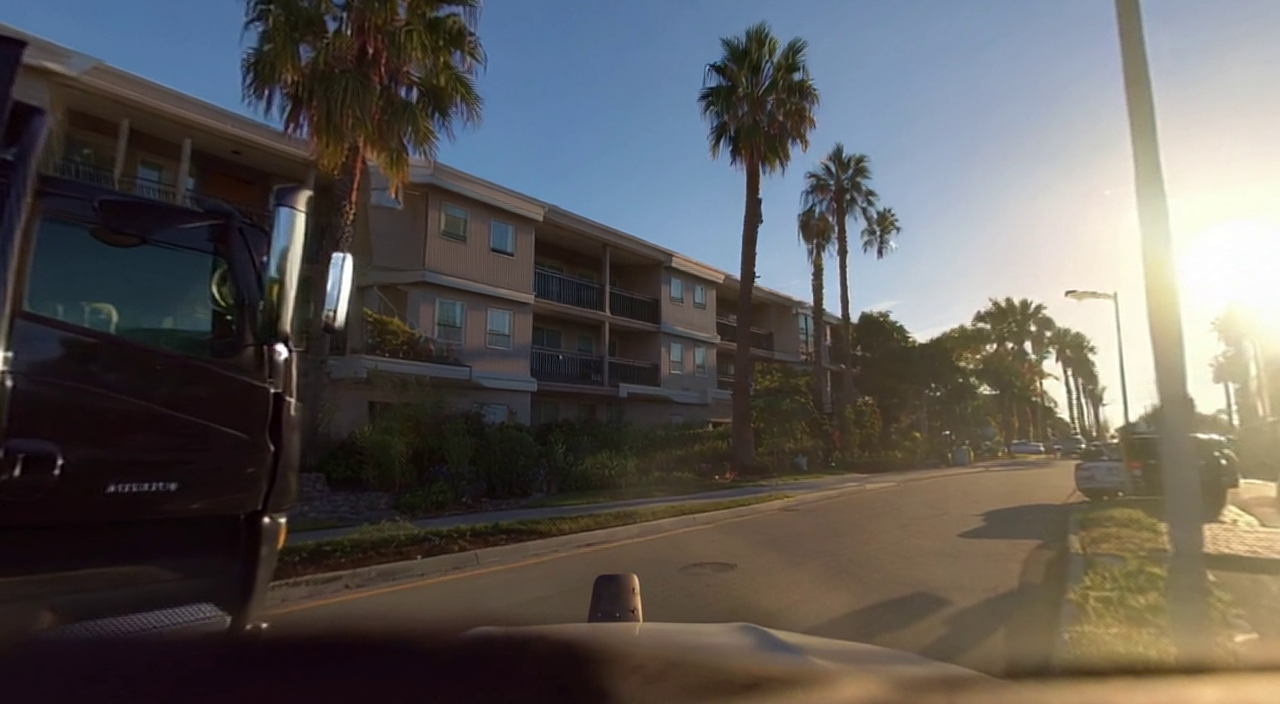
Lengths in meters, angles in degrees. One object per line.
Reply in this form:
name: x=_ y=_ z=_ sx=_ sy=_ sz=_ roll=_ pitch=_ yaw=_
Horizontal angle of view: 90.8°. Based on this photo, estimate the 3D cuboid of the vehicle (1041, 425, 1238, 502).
vehicle: x=19.825 y=4.330 z=25.416 sx=5.872 sy=2.468 sz=2.864 roll=-2 pitch=-8 yaw=39
